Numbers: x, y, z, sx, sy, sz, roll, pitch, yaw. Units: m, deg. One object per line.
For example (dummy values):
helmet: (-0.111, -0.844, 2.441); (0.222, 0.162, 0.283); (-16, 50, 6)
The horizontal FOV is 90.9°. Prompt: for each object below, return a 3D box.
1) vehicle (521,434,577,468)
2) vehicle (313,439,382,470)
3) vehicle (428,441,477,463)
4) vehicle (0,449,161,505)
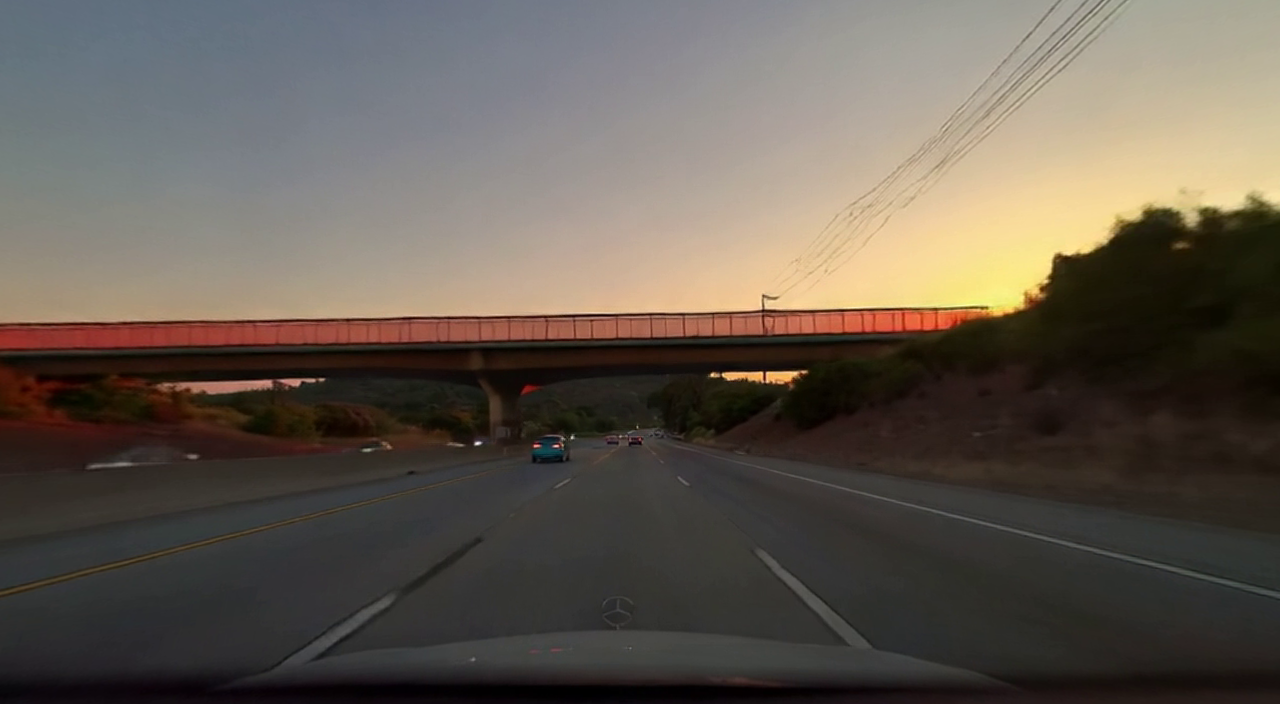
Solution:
vehicle: (-4.388, 4.844, 30.995); (2.074, 1.535, 4.437); (0, -8, 0)
vehicle: (-16.209, 5.664, 35.137); (1.871, 1.548, 4.080); (0, -8, 0)
vehicle: (-13.027, 6.948, 44.098); (1.970, 1.473, 4.699); (0, -8, 0)
vehicle: (-16.466, 3.526, 18.243); (1.750, 1.335, 4.396); (0, -8, 0)
